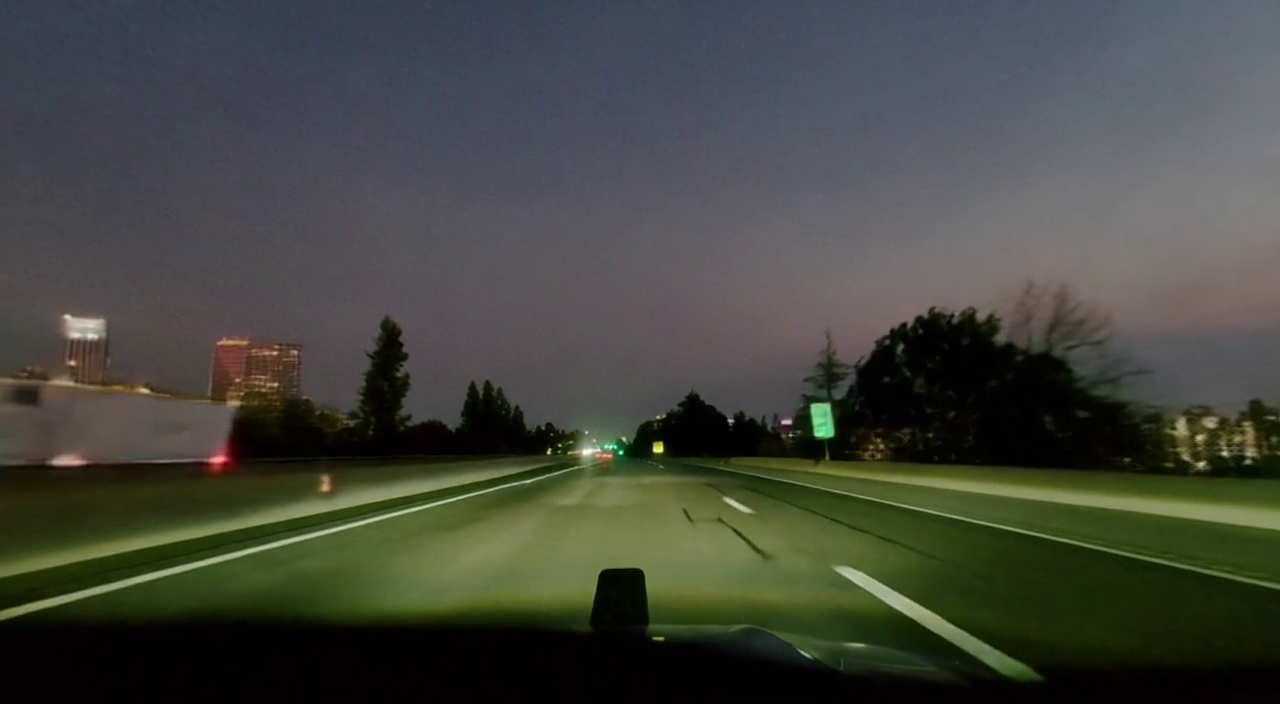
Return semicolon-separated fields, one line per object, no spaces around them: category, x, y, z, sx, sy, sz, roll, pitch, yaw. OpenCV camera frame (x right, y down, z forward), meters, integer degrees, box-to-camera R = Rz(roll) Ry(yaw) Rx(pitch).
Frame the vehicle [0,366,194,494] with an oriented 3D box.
vehicle;-17.203;2.362;18.327;2.685;3.137;7.722;0;-9;0
